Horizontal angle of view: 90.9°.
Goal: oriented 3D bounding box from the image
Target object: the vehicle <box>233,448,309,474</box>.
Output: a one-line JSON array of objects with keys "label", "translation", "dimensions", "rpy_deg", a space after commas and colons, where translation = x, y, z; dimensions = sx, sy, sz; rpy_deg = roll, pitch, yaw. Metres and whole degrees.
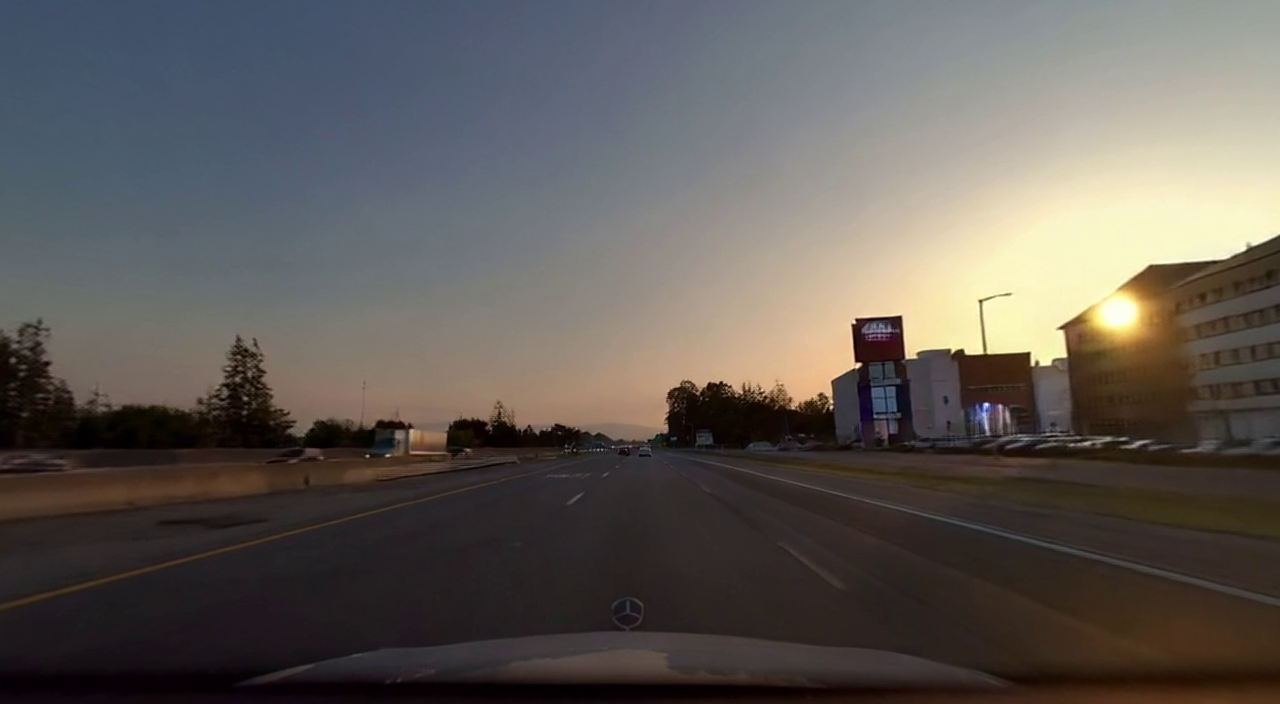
[{"label": "vehicle", "translation": [-23.345, 6.900, 40.145], "dimensions": [1.938, 1.476, 4.718], "rpy_deg": [0, -8, 1]}]
